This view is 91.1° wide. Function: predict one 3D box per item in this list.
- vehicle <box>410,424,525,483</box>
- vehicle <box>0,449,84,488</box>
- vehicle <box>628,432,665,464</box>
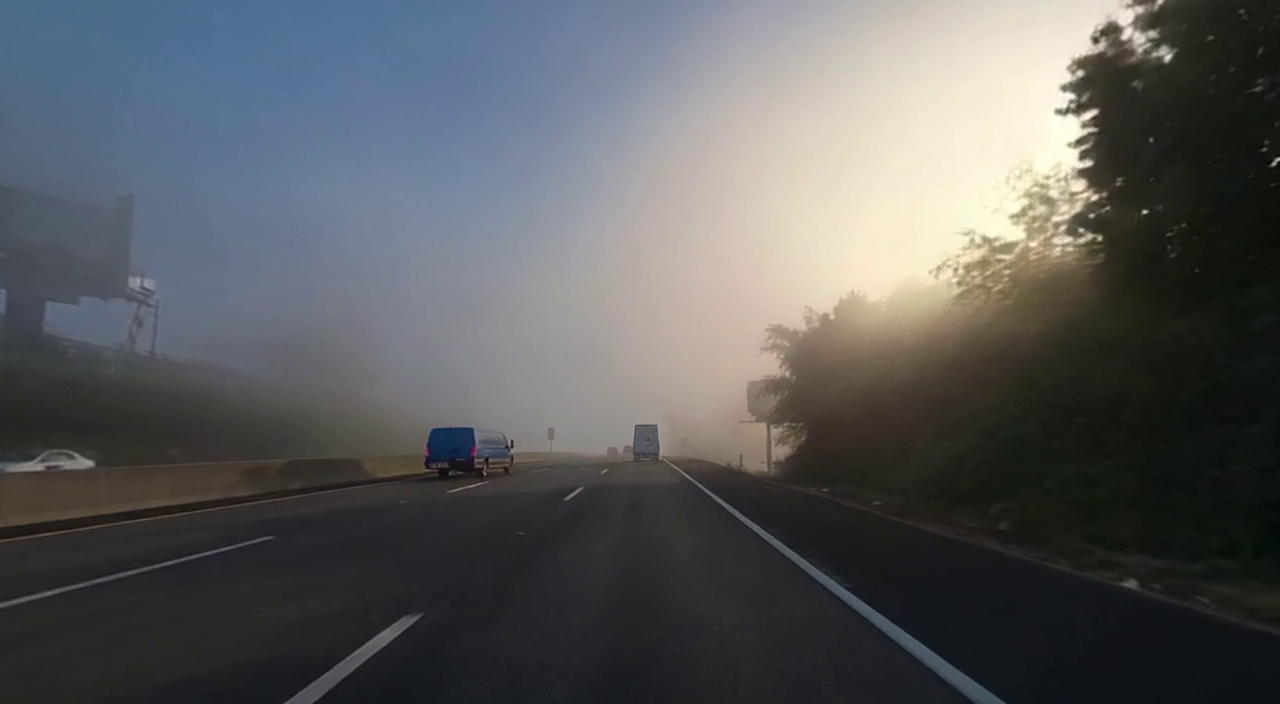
[{"bbox_3d":[-6.824,4.142,26.001,2.695,2.084,6.836,-1,-8,1],"label":"vehicle"},{"bbox_3d":[-28.798,5.305,28.791,2.036,1.669,4.926,0,-8,0],"label":"vehicle"},{"bbox_3d":[0.494,7.341,48.169,2.692,2.279,5.695,0,-8,1],"label":"vehicle"}]
